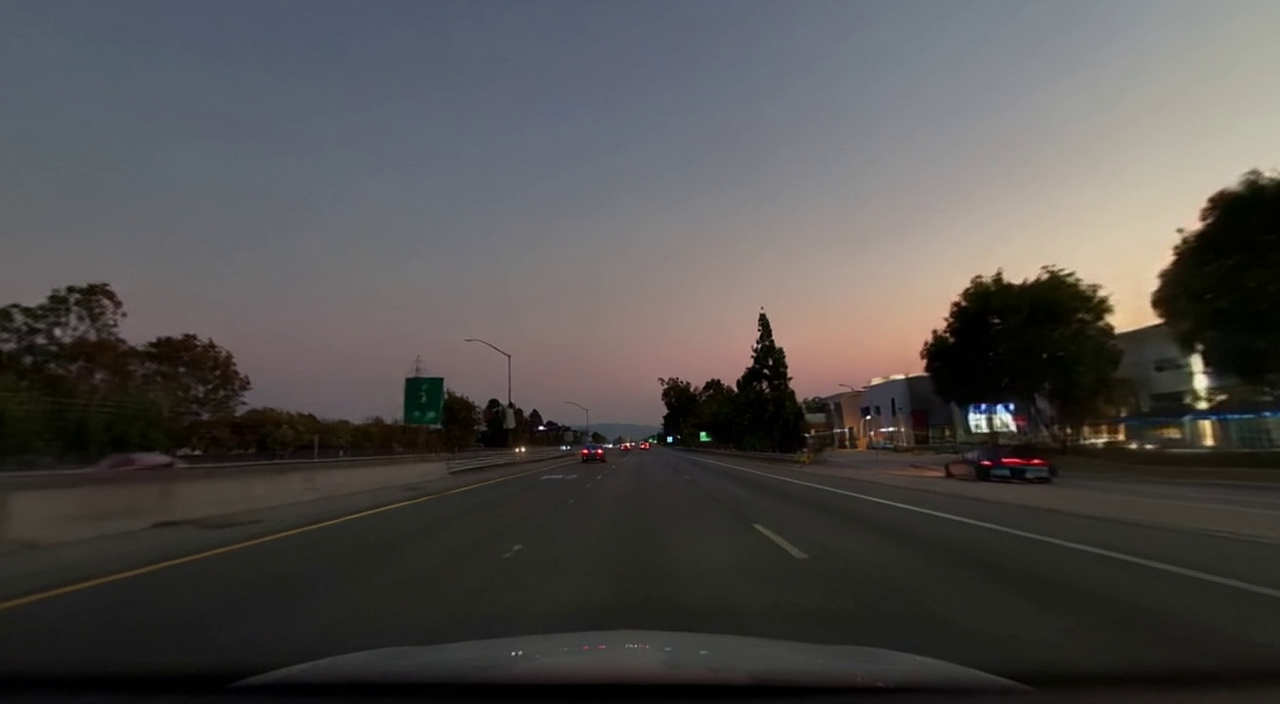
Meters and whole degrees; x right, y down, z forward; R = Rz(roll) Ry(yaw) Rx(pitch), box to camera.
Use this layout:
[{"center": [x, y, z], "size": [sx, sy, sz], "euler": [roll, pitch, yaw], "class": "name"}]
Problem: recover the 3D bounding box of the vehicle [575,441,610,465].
[{"center": [-3.256, 7.050, 43.938], "size": [2.015, 1.557, 4.229], "euler": [-1, -9, 1], "class": "vehicle"}]
